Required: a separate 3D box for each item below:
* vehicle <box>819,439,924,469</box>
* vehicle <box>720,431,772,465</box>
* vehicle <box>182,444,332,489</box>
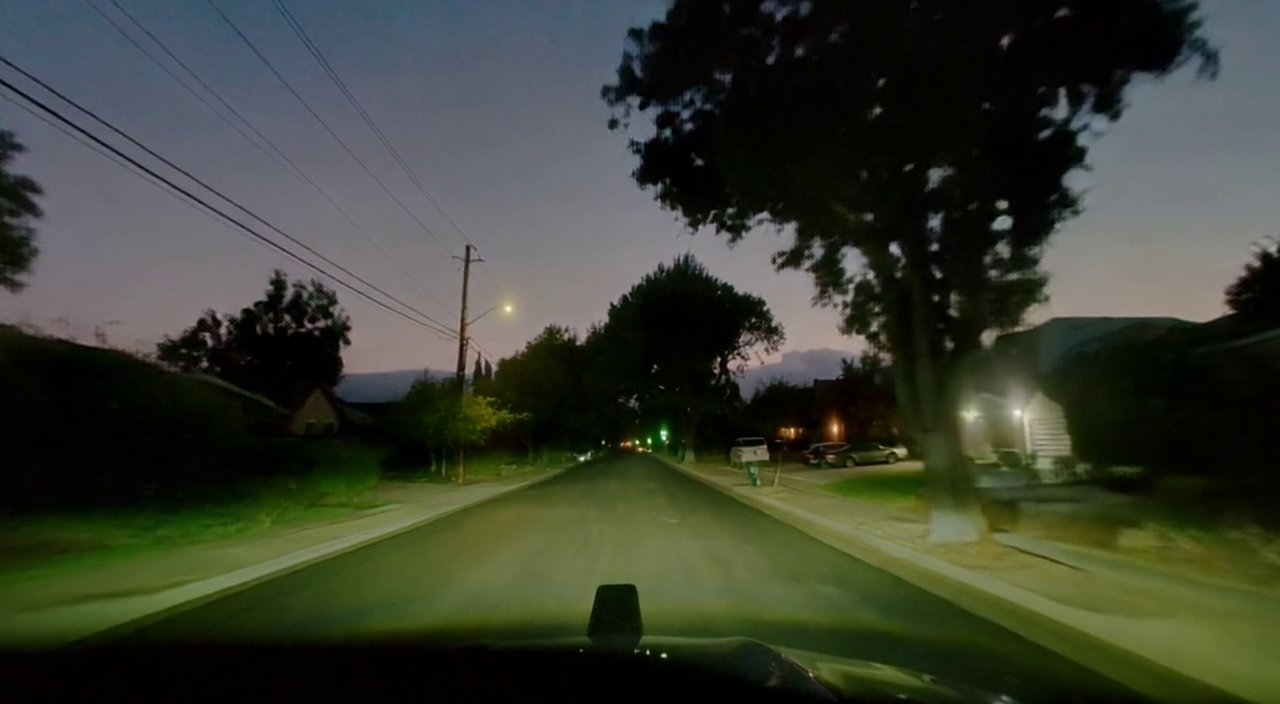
[{"bbox_3d":[11.977,5.295,32.916,4.686,1.466,1.869,0,-9,-1],"label":"vehicle"},{"bbox_3d":[6.656,6.099,40.255,2.233,1.923,4.848,-3,-8,-2],"label":"vehicle"},{"bbox_3d":[-13.810,4.122,23.005,4.190,1.529,1.880,1,-9,-4],"label":"vehicle"}]
